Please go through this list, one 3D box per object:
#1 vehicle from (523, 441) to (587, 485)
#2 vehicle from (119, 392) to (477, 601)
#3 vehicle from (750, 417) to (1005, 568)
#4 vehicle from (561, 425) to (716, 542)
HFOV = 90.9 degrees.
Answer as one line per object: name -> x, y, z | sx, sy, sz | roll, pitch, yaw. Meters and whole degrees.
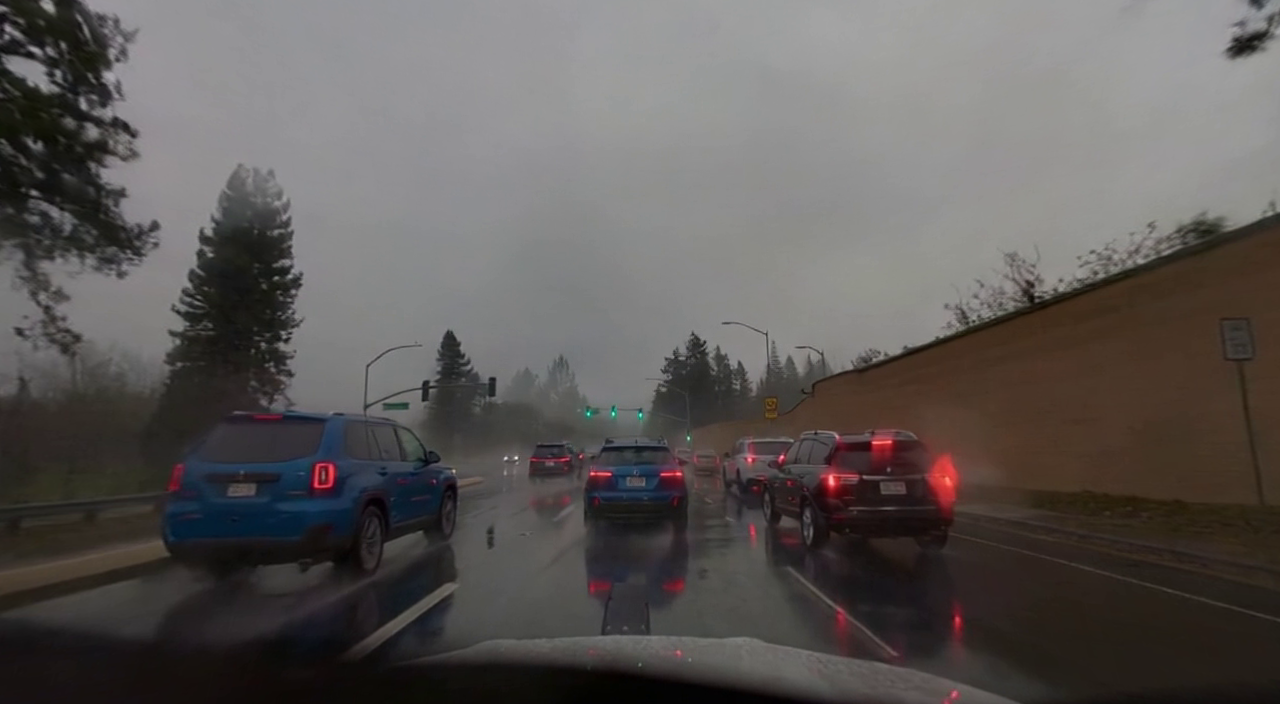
vehicle -> -3.667, 4.886, 28.128 | 2.067, 1.759, 4.631 | 0, -8, 2
vehicle -> -3.727, 1.654, 8.098 | 2.070, 1.913, 4.450 | 0, -8, 0
vehicle -> 3.081, 1.911, 9.370 | 2.029, 1.702, 4.281 | 0, -8, -1
vehicle -> -0.008, 2.201, 11.182 | 2.245, 1.677, 3.913 | 0, -8, 0
